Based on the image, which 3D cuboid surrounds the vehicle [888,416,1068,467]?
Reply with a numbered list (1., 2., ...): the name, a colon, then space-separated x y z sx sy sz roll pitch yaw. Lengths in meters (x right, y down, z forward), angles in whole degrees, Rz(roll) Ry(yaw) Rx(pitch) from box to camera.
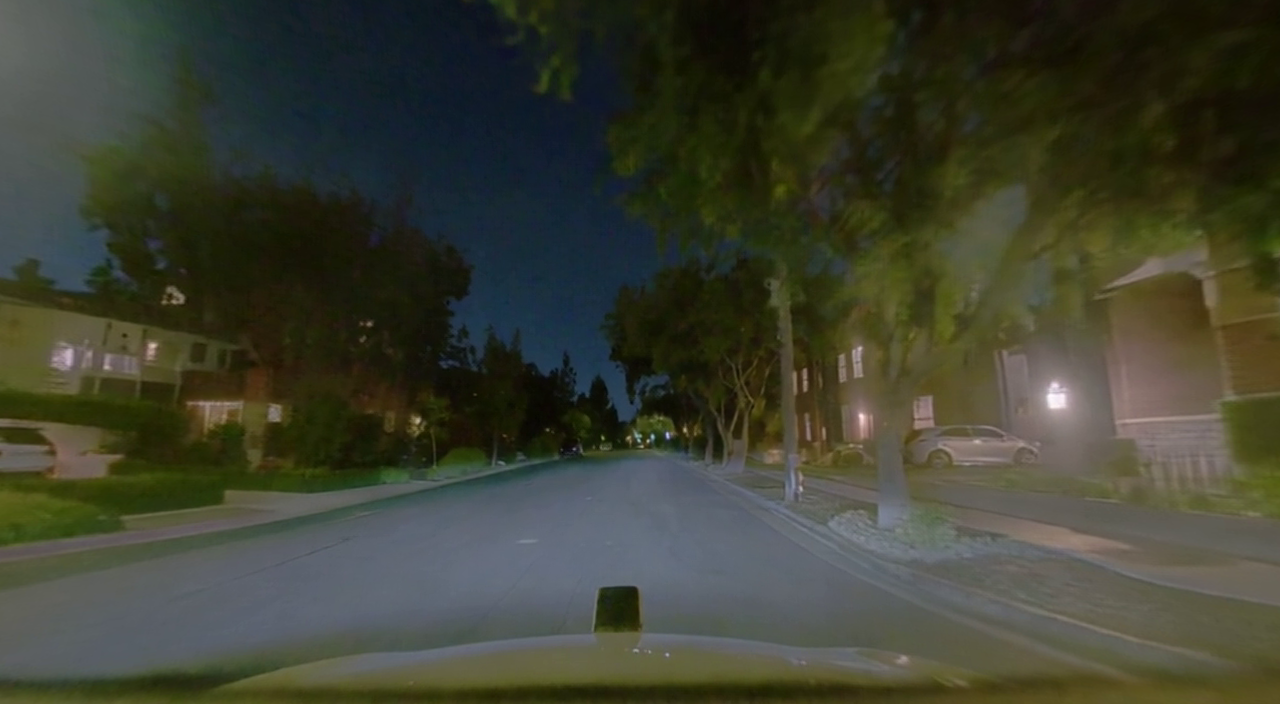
1. vehicle: 11.240 3.025 21.311 4.894 1.616 1.965 0 -8 2
